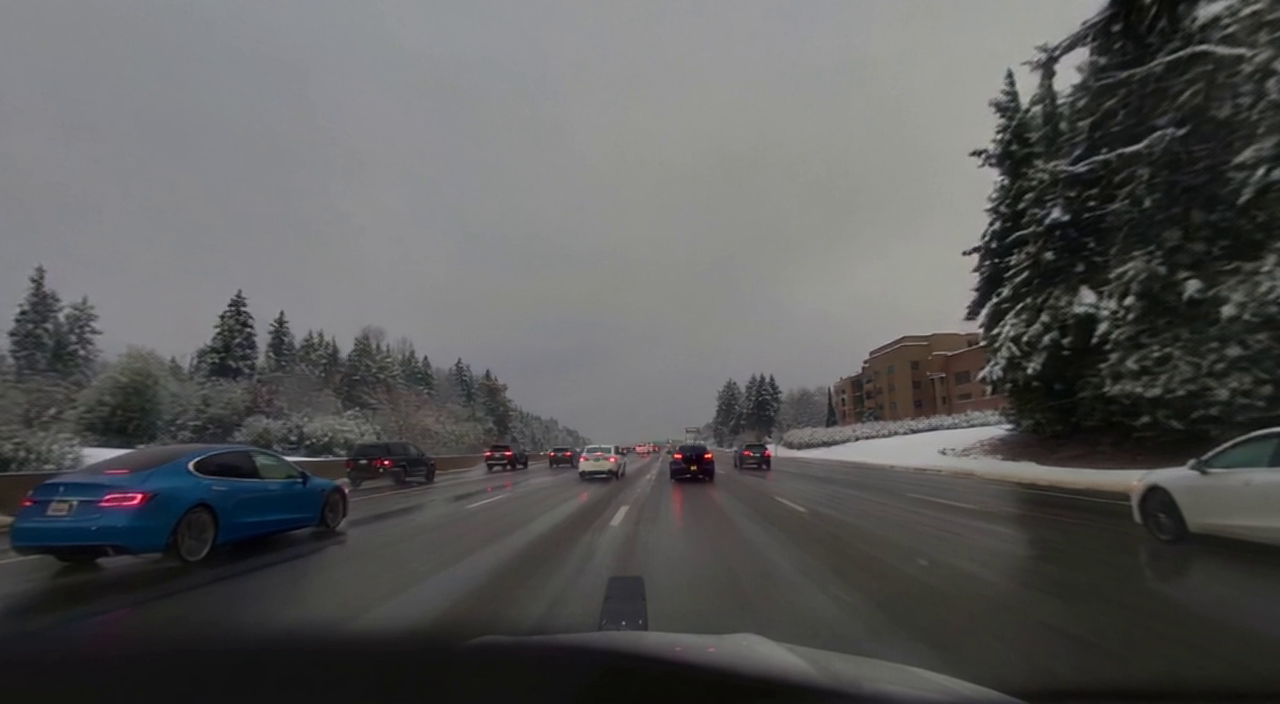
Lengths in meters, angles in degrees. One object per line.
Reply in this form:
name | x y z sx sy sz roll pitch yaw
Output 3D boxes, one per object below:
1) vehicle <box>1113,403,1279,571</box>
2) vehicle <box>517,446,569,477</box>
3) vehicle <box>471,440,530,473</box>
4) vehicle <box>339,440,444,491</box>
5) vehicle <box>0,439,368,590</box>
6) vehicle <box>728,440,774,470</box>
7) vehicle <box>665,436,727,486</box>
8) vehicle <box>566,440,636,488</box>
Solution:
vehicle | 7.645 1.366 6.314 1.960 1.726 5.016 0 -8 1
vehicle | -4.930 5.615 32.563 1.886 1.455 4.148 -1 -8 3
vehicle | -8.395 6.341 38.447 2.187 1.851 5.085 -1 -8 3
vehicle | -9.141 4.187 23.661 1.947 1.683 4.331 -1 -8 3
vehicle | -5.938 1.966 8.667 2.116 1.473 4.644 -1 -8 3
vehicle | 6.983 6.516 40.124 2.071 1.754 4.484 0 -8 0
vehicle | 2.016 4.090 23.929 2.114 1.715 4.136 -1 -8 2
vehicle | -1.344 4.124 23.594 2.102 1.624 4.257 -1 -8 3
